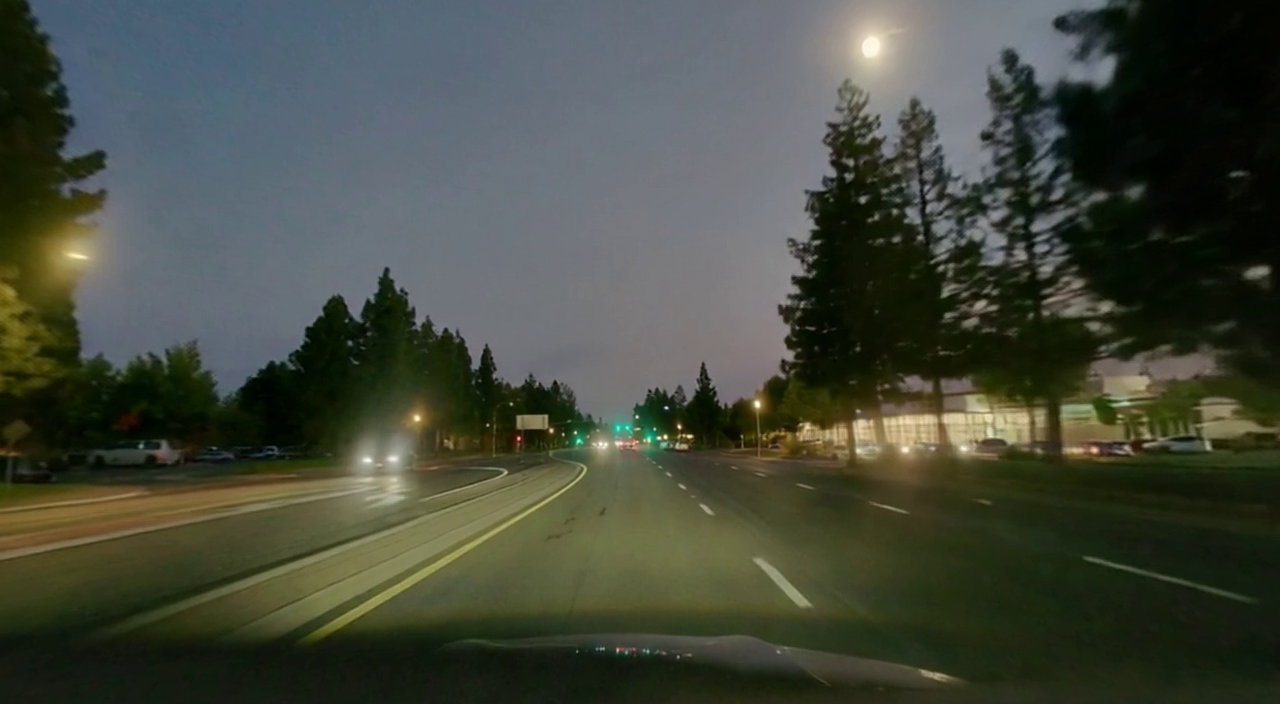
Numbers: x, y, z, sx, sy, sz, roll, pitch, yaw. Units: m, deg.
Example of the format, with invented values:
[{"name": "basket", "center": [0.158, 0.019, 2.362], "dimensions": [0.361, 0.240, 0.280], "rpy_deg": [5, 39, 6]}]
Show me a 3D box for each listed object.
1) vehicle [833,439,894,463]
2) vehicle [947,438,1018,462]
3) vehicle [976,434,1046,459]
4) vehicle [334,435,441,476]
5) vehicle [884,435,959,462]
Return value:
[{"name": "vehicle", "center": [16.120, 7.176, 45.887], "dimensions": [1.966, 1.583, 4.568], "rpy_deg": [2, -9, -13]}, {"name": "vehicle", "center": [24.334, 6.981, 45.068], "dimensions": [1.988, 1.617, 4.524], "rpy_deg": [2, -8, -11]}, {"name": "vehicle", "center": [28.694, 7.338, 49.044], "dimensions": [1.916, 1.741, 4.936], "rpy_deg": [4, -9, -9]}, {"name": "vehicle", "center": [-11.691, 4.821, 29.289], "dimensions": [4.497, 1.774, 1.958], "rpy_deg": [-5, -10, 23]}, {"name": "vehicle", "center": [20.923, 7.236, 47.236], "dimensions": [2.150, 1.812, 5.372], "rpy_deg": [0, -8, -14]}]
